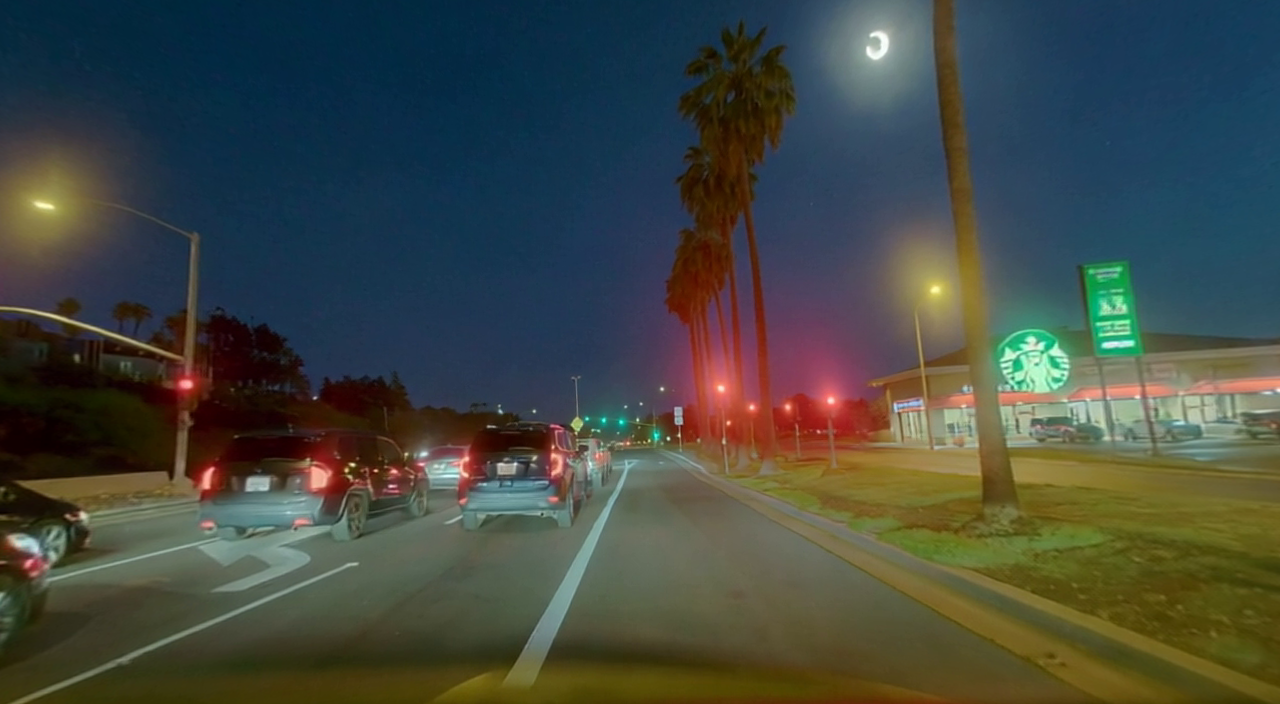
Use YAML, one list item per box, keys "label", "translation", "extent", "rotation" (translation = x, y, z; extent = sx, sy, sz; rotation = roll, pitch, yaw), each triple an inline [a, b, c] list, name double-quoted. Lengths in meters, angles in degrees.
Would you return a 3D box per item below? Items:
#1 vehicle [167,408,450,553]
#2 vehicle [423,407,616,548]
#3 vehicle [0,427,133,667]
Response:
- label: "vehicle"
  translation: [-5.028, 2.026, 10.638]
  extent: [2.025, 1.862, 4.804]
  rotation: [0, -9, 2]
- label: "vehicle"
  translation: [-1.600, 1.903, 10.173]
  extent: [2.153, 1.759, 4.320]
  rotation: [0, -9, 1]
- label: "vehicle"
  translation: [-5.189, 1.081, 2.775]
  extent: [1.885, 1.567, 4.775]
  rotation: [0, -9, 1]
